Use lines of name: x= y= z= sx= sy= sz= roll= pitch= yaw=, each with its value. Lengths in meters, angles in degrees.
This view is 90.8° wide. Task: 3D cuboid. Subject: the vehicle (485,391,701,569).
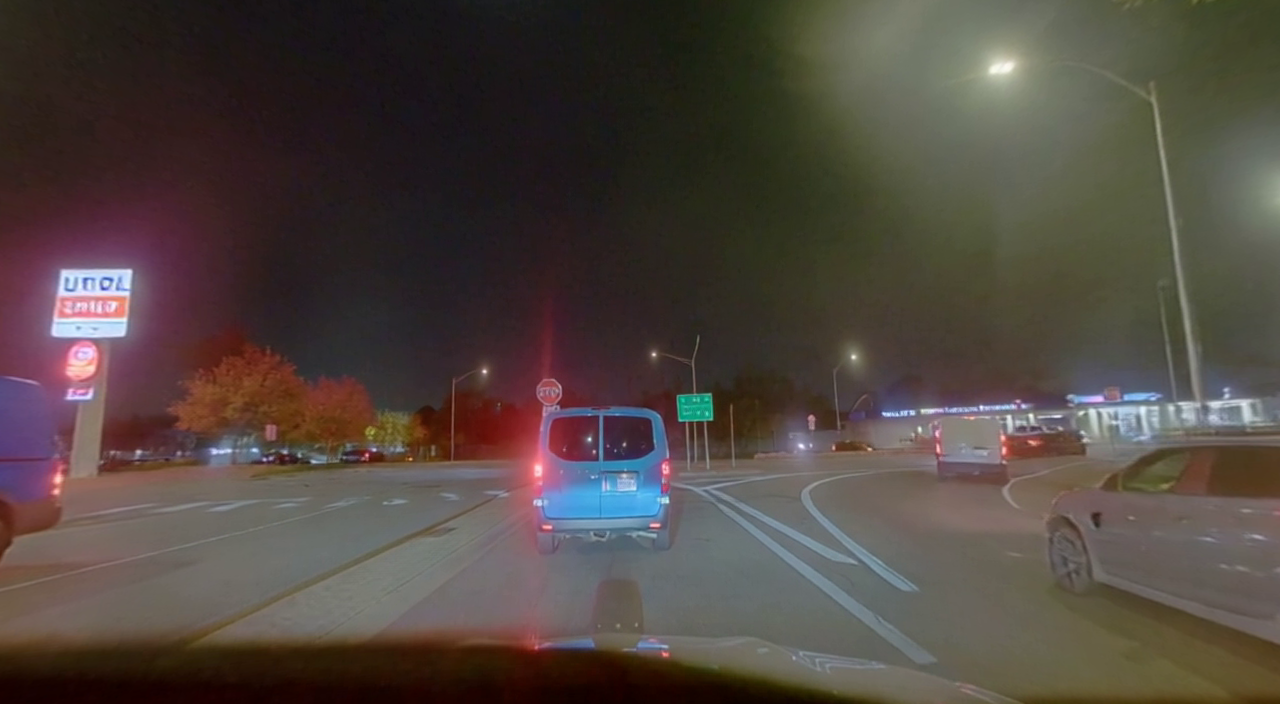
vehicle: x=-0.416 y=1.673 z=8.902 sx=2.237 sy=1.828 sz=4.546 roll=0 pitch=-9 yaw=2

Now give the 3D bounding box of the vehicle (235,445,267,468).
vehicle: x=-30.103 y=8.031 z=48.917 sx=1.913 sy=1.682 sz=4.120 roll=5 pitch=-10 yaw=-31

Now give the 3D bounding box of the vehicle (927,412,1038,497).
vehicle: x=9.194 y=2.791 z=17.433 sx=2.204 sy=1.973 sz=4.946 roll=-4 pitch=-9 yaw=24

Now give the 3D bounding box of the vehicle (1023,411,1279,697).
vehicle: x=4.448 y=1.077 z=3.354 sx=2.079 sy=1.504 sz=4.828 roll=-1 pitch=-9 yaw=4

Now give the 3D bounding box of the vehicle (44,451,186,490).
vehicle: x=-21.514 y=4.836 z=26.181 sx=2.038 sy=1.392 sz=4.362 roll=0 pitch=-8 yaw=1
